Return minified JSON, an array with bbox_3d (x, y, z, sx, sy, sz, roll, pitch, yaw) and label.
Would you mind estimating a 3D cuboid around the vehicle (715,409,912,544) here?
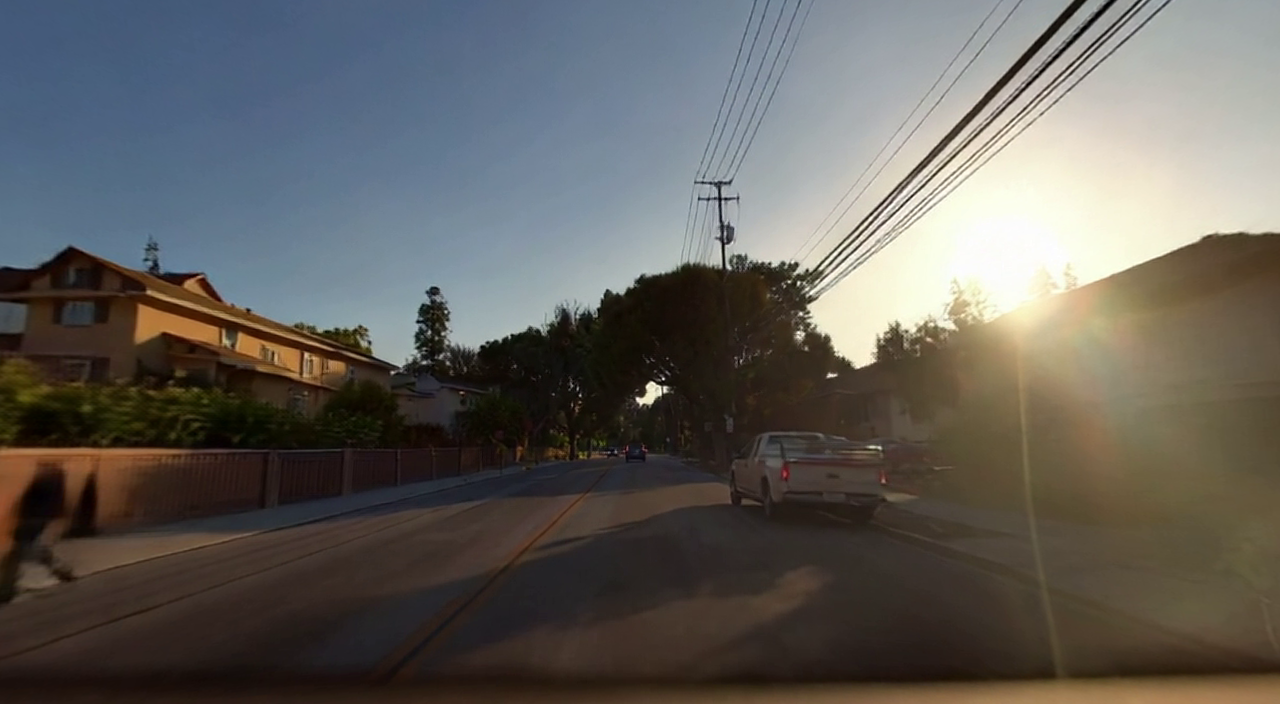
[{"bbox_3d":[3.082,2.382,12.795,2.278,1.933,5.860,4,-9,0],"label":"vehicle"}]
